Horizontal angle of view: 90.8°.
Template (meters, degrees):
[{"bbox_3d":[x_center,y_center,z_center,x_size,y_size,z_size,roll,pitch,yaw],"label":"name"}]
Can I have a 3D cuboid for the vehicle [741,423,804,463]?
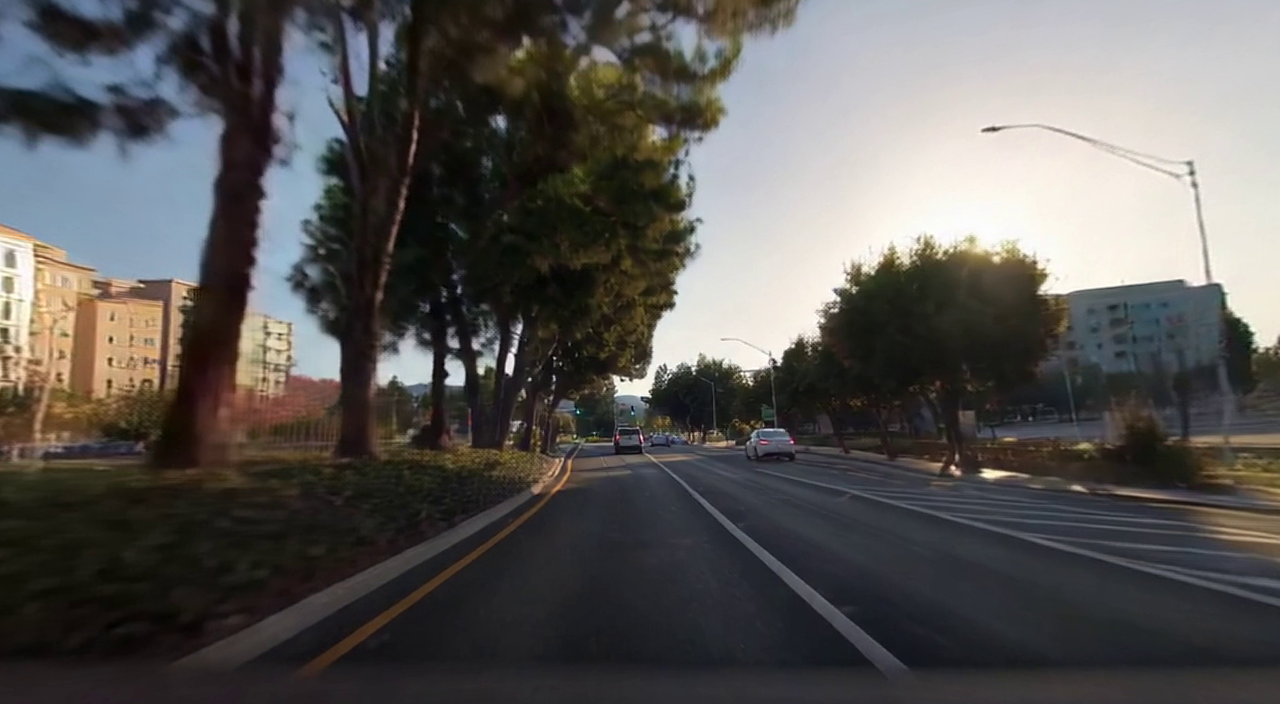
[{"bbox_3d":[6.411,4.493,31.116,2.026,1.804,4.565,0,-8,-1],"label":"vehicle"}]

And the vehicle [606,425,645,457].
[{"bbox_3d":[-0.878,5.312,37.670,2.193,1.794,4.457,0,-8,-2],"label":"vehicle"}]
